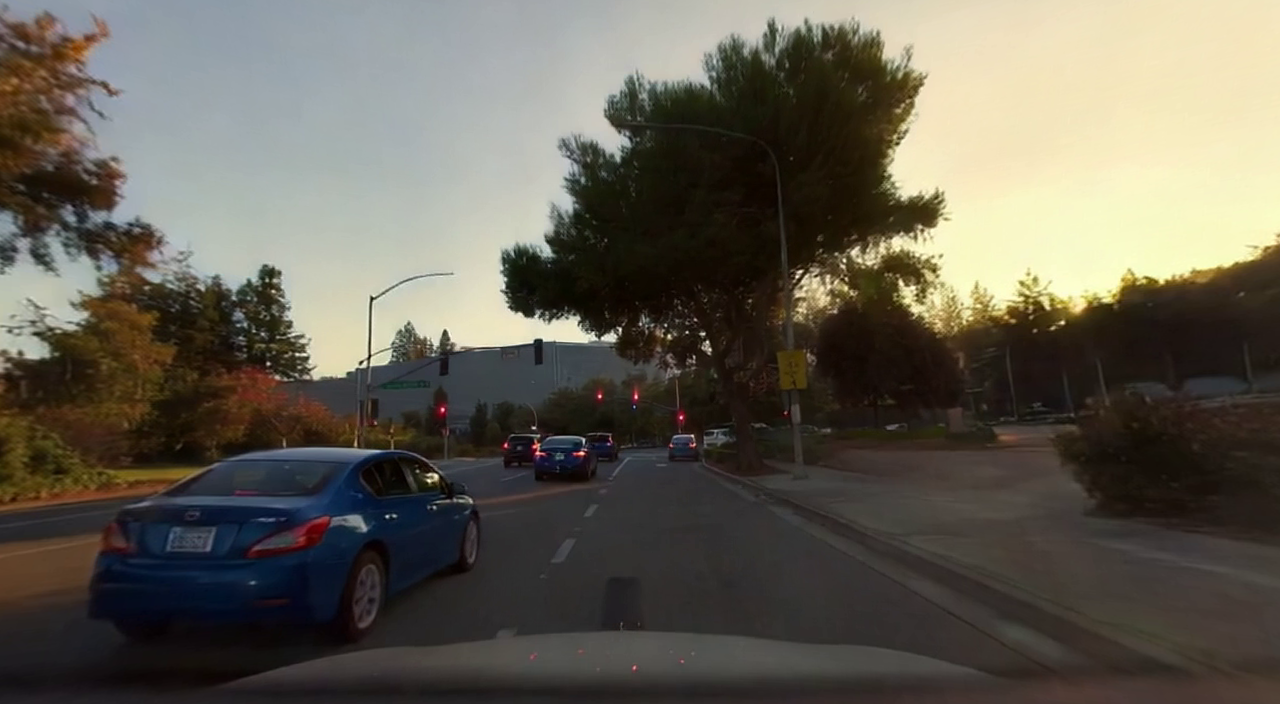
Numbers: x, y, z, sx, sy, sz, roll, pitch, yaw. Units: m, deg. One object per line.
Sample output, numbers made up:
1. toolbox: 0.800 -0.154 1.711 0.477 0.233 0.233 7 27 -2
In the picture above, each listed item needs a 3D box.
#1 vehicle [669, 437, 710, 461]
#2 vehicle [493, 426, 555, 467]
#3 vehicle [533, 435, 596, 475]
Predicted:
1. vehicle: 3.170 6.117 40.007 1.945 1.410 4.284 -2 -9 13
2. vehicle: -6.159 5.100 34.245 2.390 2.020 5.085 0 -9 0
3. vehicle: -2.991 4.193 25.911 1.979 1.492 3.930 0 -9 1
